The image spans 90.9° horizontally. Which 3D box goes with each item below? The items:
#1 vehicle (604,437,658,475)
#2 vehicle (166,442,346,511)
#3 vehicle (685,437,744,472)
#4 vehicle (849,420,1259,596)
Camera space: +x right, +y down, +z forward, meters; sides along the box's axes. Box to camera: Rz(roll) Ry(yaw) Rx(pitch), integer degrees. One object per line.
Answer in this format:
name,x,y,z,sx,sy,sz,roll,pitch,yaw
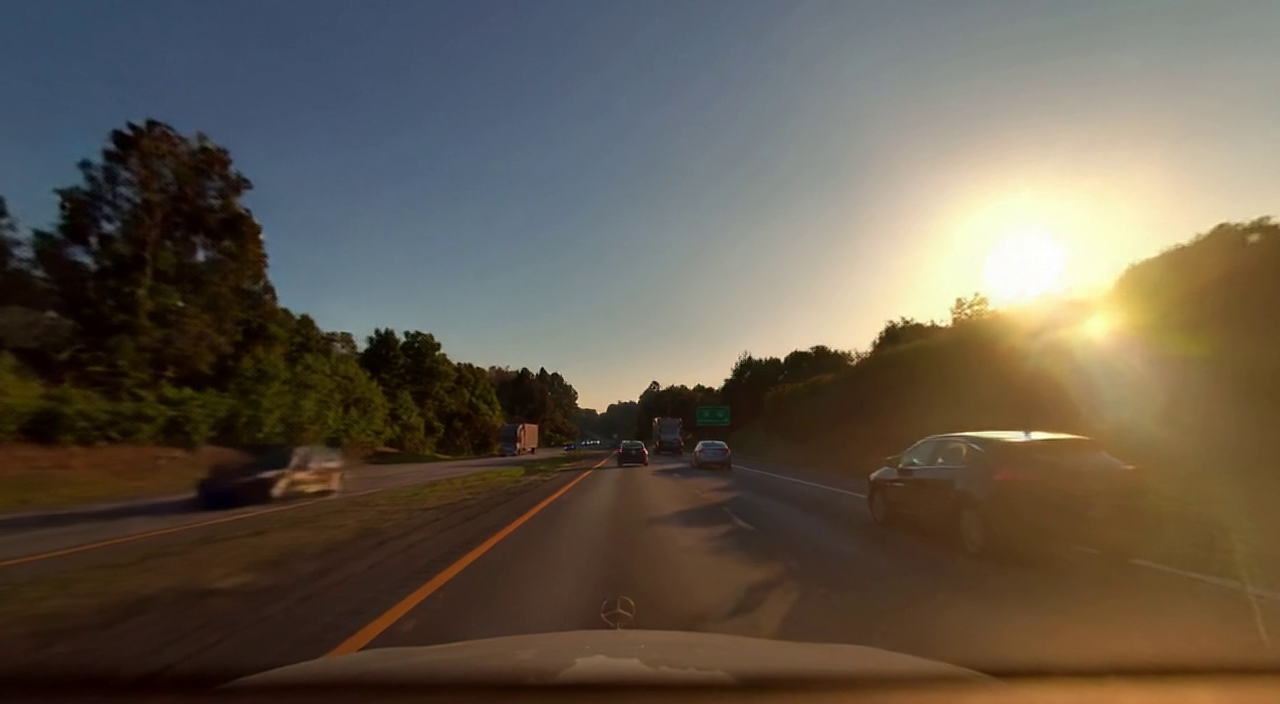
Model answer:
vehicle,-0.394,4.400,26.943,2.143,1.466,3.693,0,-8,-2
vehicle,-9.570,3.089,16.200,2.154,1.488,4.002,0,-8,-1
vehicle,3.353,4.717,29.325,2.004,1.469,4.472,0,-8,-2
vehicle,4.391,1.659,7.750,2.066,1.526,4.216,0,-8,-2
